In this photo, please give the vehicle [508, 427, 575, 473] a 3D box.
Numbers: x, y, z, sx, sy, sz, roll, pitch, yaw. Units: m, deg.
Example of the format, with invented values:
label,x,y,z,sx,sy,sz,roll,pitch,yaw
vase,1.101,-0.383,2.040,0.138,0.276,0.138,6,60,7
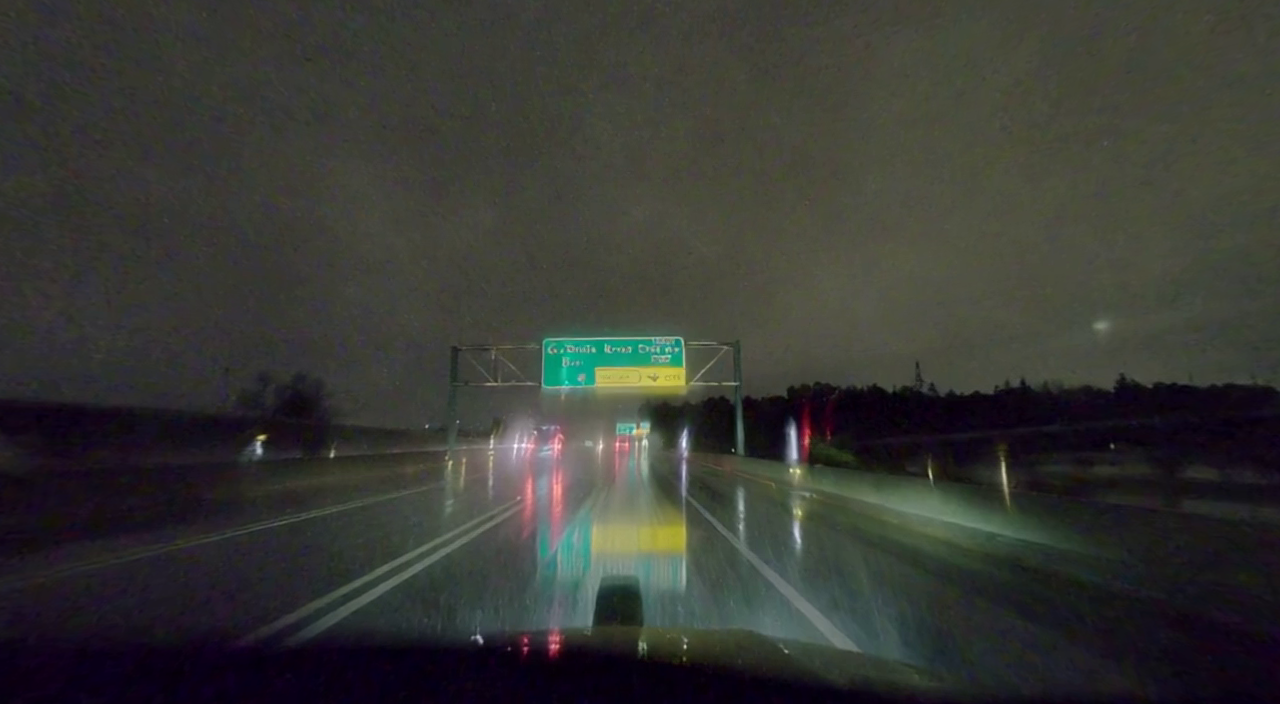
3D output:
label,x,y,z,sx,sy,sz,roll,pitch,yaw
vehicle,-4.496,4.566,29.671,2.281,1.957,5.713,0,-8,0
